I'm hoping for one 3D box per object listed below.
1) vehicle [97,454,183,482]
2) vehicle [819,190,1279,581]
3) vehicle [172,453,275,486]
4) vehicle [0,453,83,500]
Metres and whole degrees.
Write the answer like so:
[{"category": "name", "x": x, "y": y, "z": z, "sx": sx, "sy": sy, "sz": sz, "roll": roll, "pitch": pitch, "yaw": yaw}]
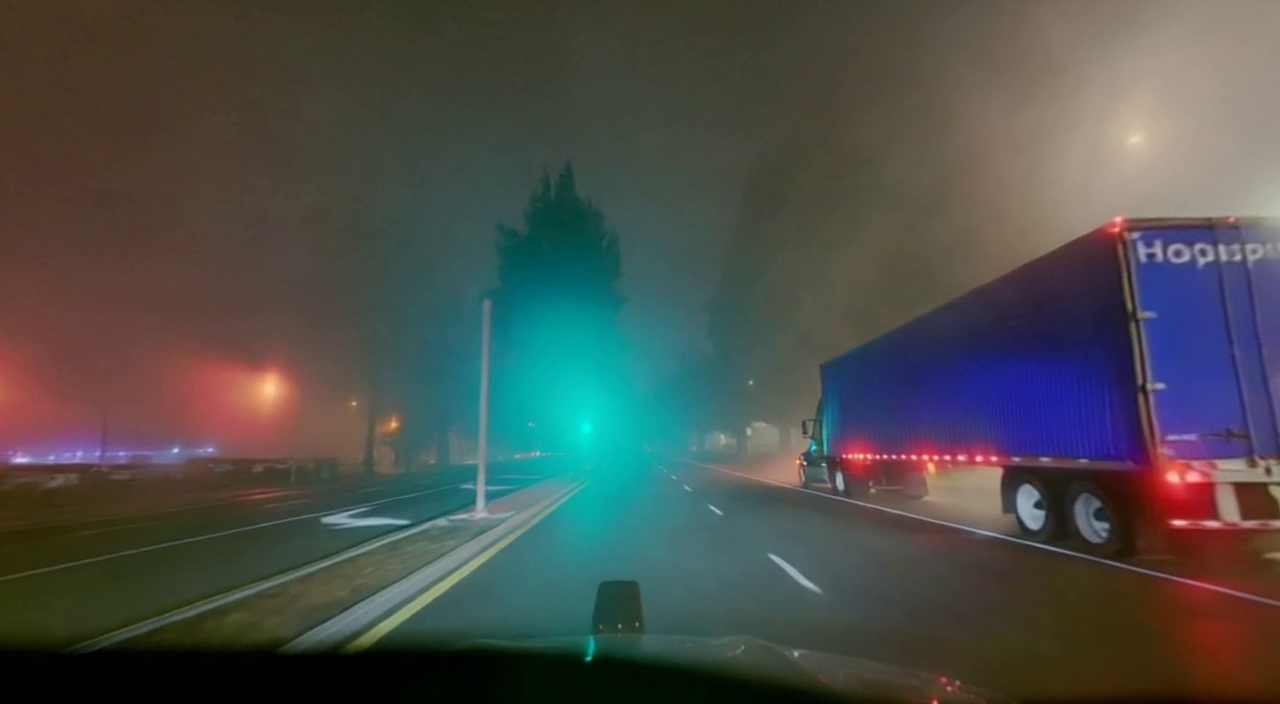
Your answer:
[{"category": "vehicle", "x": -37.662, "y": 8.709, "z": 47.720, "sx": 4.621, "sy": 1.820, "sz": 2.083, "roll": 1, "pitch": -9, "yaw": -19}, {"category": "vehicle", "x": 6.690, "y": 1.090, "z": 11.817, "sx": 3.120, "sy": 3.794, "sz": 11.510, "roll": 0, "pitch": -9, "yaw": -1}, {"category": "vehicle", "x": -25.412, "y": 7.122, "z": 38.647, "sx": 4.900, "sy": 1.808, "sz": 2.103, "roll": 7, "pitch": -11, "yaw": -39}, {"category": "vehicle", "x": -26.075, "y": 5.124, "z": 25.780, "sx": 2.090, "sy": 1.772, "sz": 5.499, "roll": -2, "pitch": -10, "yaw": -6}]
